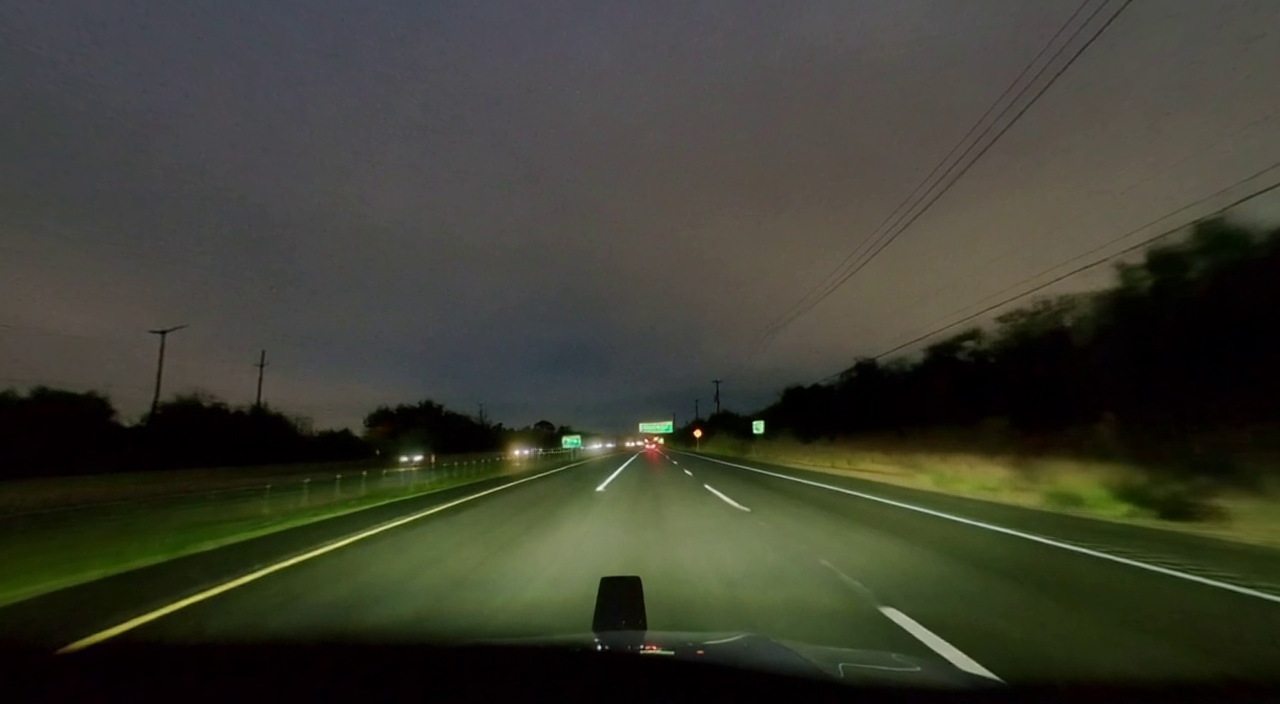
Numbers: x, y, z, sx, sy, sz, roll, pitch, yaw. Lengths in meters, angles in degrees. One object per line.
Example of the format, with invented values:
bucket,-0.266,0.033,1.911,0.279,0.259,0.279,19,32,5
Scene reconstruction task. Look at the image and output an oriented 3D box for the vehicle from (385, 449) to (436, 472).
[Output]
vehicle,-16.743,7.935,46.314,1.904,1.490,4.703,-1,-8,1
